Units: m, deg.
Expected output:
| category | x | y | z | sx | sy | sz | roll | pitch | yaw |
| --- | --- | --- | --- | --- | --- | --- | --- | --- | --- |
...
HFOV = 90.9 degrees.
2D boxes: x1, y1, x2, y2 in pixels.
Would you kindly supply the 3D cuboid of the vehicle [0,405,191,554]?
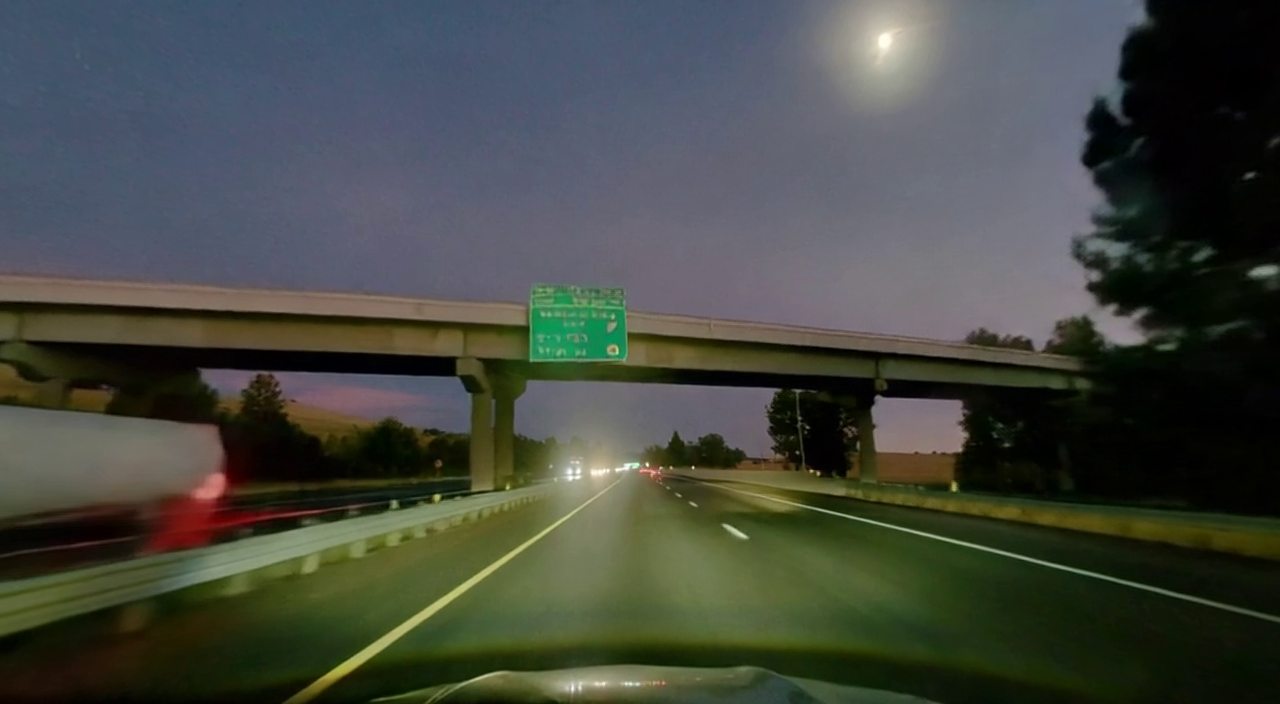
| category | x | y | z | sx | sy | sz | roll | pitch | yaw |
| --- | --- | --- | --- | --- | --- | --- | --- | --- | --- |
| vehicle | -13.013 | 2.609 | 13.071 | 2.571 | 2.692 | 6.357 | 1 | -11 | 0 |
